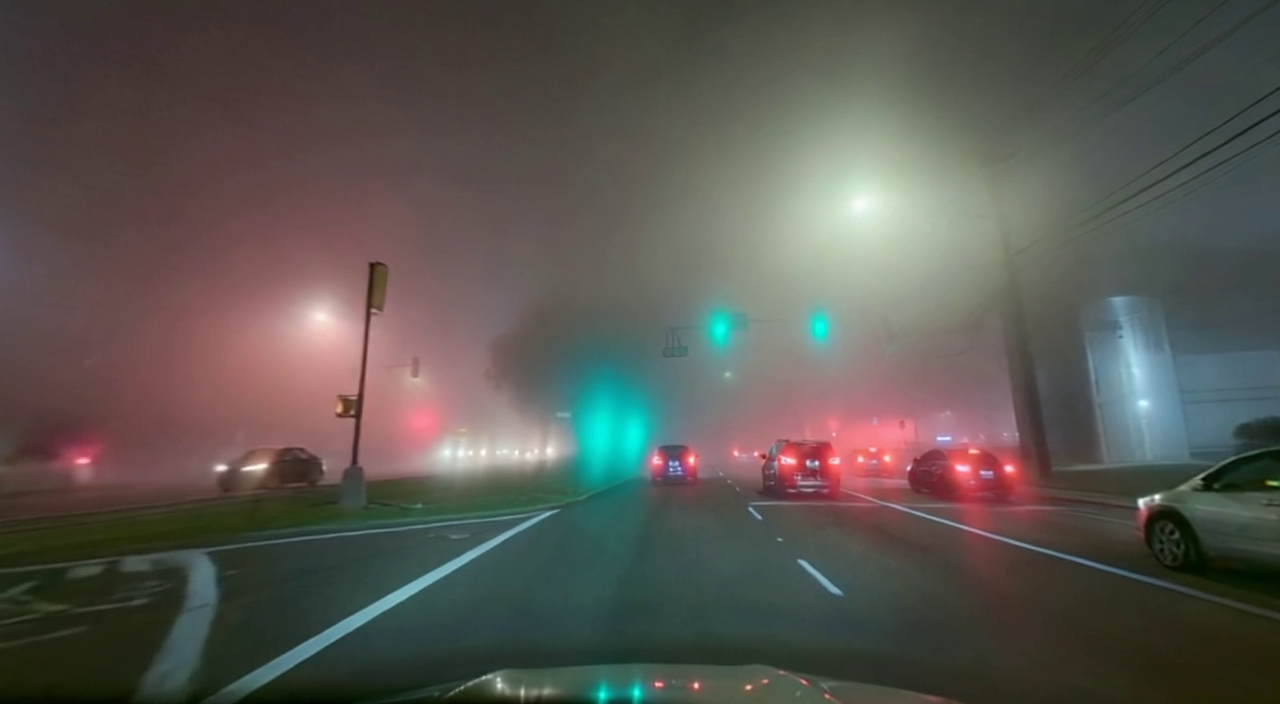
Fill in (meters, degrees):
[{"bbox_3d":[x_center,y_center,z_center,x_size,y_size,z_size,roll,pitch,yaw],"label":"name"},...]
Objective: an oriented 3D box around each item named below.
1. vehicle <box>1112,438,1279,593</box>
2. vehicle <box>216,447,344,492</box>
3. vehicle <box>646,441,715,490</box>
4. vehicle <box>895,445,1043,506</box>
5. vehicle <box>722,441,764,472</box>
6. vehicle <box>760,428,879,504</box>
[{"bbox_3d":[7.073,1.547,5.887,1.866,1.471,4.478,0,-8,1],"label":"vehicle"},{"bbox_3d":[-12.326,4.026,21.955,1.779,1.388,4.210,0,-8,4],"label":"vehicle"},{"bbox_3d":[1.456,3.897,22.088,2.168,1.527,4.174,-1,-8,5],"label":"vehicle"},{"bbox_3d":[9.058,3.387,17.866,1.882,1.463,4.543,0,-8,2],"label":"vehicle"},{"bbox_3d":[5.702,5.825,35.312,1.896,1.612,4.203,-1,-8,4],"label":"vehicle"},{"bbox_3d":[4.831,3.133,17.819,2.119,1.810,4.848,0,-8,3],"label":"vehicle"}]
